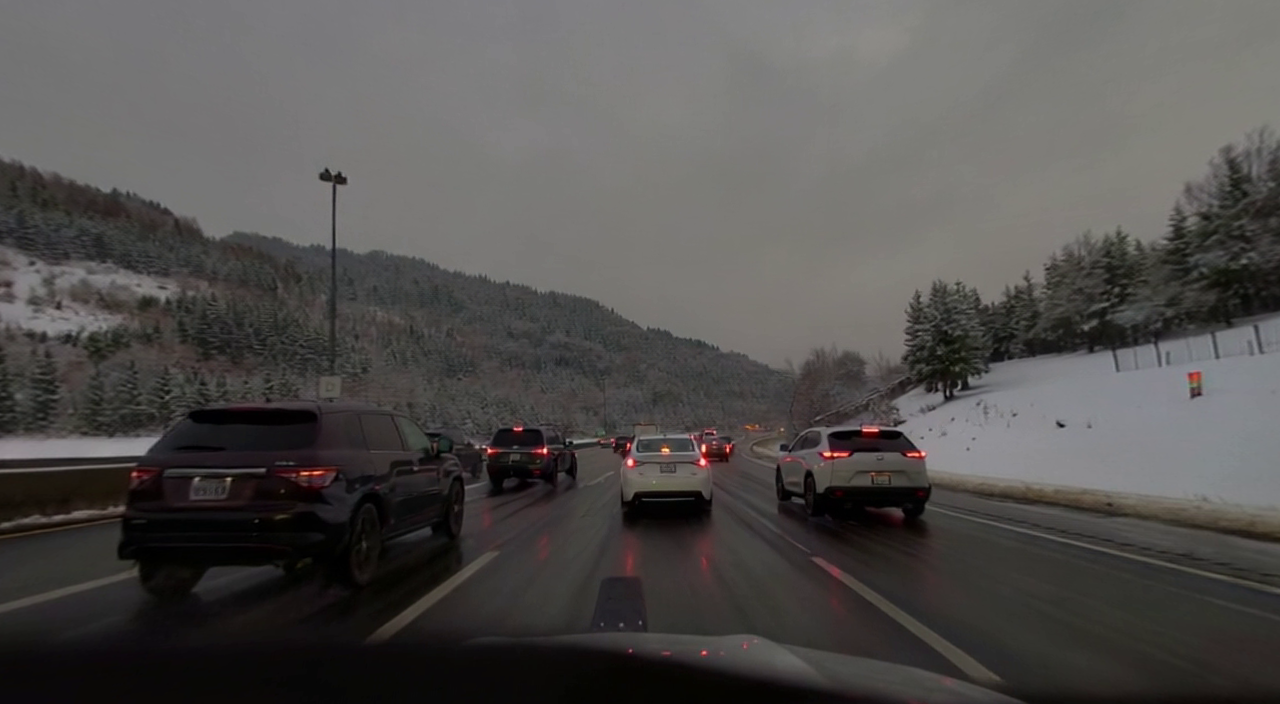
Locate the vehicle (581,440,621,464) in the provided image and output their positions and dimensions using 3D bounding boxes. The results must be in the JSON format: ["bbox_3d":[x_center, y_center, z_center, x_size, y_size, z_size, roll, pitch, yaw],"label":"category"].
[{"bbox_3d":[-2.328,6.114,38.767,1.973,1.378,3.677,-1,-8,4],"label":"vehicle"}]

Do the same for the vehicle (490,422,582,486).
[{"bbox_3d":[-3.216,3.284,20.567,1.997,1.806,5.002,0,-8,2],"label":"vehicle"}]

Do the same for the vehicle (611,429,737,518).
[{"bbox_3d":[0.590,2.363,12.814,2.105,1.471,4.349,0,-8,1],"label":"vehicle"}]

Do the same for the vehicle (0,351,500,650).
[{"bbox_3d":[-3.326,1.321,6.783,2.301,1.902,5.374,0,-8,1],"label":"vehicle"}]

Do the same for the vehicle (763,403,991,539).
[{"bbox_3d":[3.544,1.887,10.567,2.046,1.765,4.534,0,-8,0],"label":"vehicle"}]
